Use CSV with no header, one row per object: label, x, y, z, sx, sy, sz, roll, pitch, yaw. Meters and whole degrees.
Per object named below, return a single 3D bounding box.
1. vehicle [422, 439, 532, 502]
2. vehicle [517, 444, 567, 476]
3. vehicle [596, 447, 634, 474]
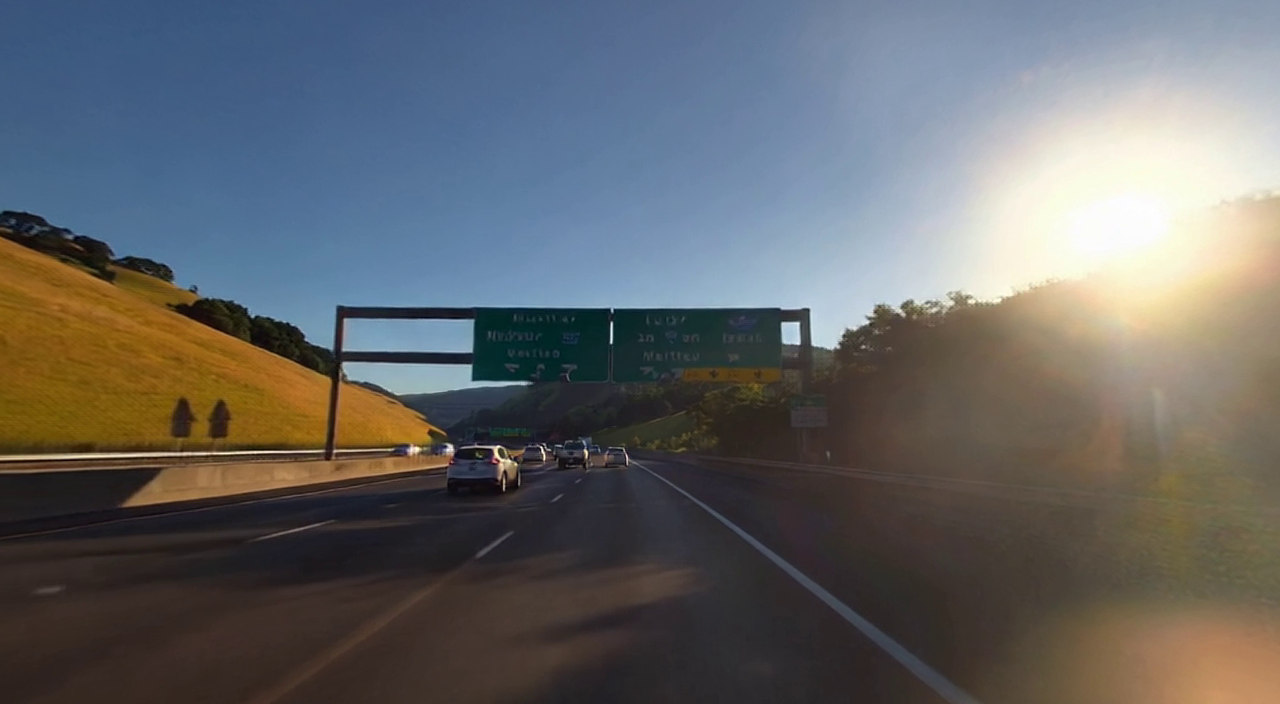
vehicle,-4.650,3.440,18.720,2.208,1.619,4.162,0,-9,-1
vehicle,-5.222,5.814,34.183,2.118,1.624,4.032,0,-9,-1
vehicle,-1.452,6.093,35.647,1.988,1.440,4.201,0,-9,-3
